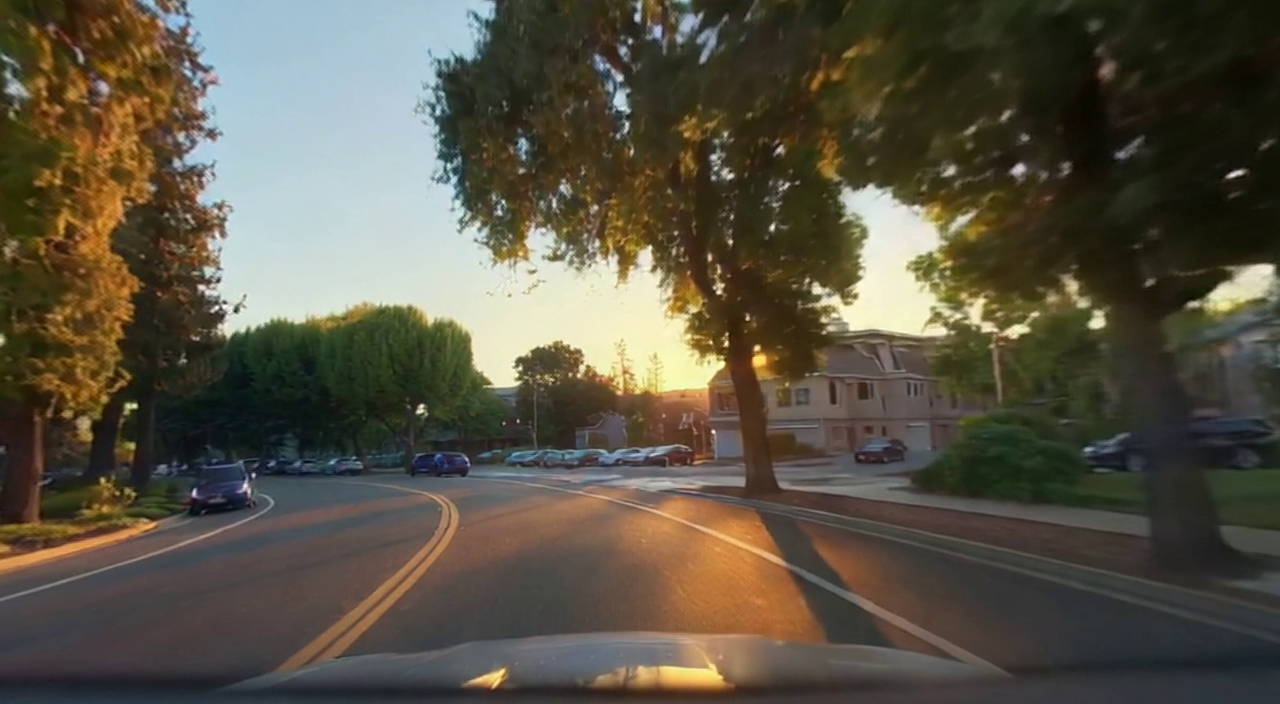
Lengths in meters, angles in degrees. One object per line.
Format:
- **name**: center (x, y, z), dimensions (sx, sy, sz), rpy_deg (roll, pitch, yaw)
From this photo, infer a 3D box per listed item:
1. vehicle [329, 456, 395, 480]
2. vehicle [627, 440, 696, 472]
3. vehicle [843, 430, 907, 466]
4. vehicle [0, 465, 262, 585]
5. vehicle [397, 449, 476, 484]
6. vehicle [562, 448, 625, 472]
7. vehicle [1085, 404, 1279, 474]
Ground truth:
- **vehicle**: center (-19.623, 8.099, 44.462), dimensions (4.611, 1.519, 2.053), rpy_deg (-6, -10, 34)
- **vehicle**: center (1.460, 6.616, 40.548), dimensions (2.229, 1.723, 4.372), rpy_deg (-6, -7, 38)
- **vehicle**: center (12.191, 4.931, 32.591), dimensions (1.900, 1.711, 4.666), rpy_deg (-6, -10, 35)
- **vehicle**: center (-9.793, 2.961, 11.806), dimensions (2.772, 1.161, 7.241), rpy_deg (-1, -7, -15)
- **vehicle**: center (-12.223, 6.754, 37.752), dimensions (5.202, 1.817, 2.042), rpy_deg (-6, -10, 42)
- **vehicle**: center (-3.113, 7.398, 43.338), dimensions (2.036, 1.517, 4.225), rpy_deg (-7, -11, 36)
- **vehicle**: center (14.102, 2.230, 16.106), dimensions (4.308, 1.433, 1.871), rpy_deg (-9, -8, 33)
